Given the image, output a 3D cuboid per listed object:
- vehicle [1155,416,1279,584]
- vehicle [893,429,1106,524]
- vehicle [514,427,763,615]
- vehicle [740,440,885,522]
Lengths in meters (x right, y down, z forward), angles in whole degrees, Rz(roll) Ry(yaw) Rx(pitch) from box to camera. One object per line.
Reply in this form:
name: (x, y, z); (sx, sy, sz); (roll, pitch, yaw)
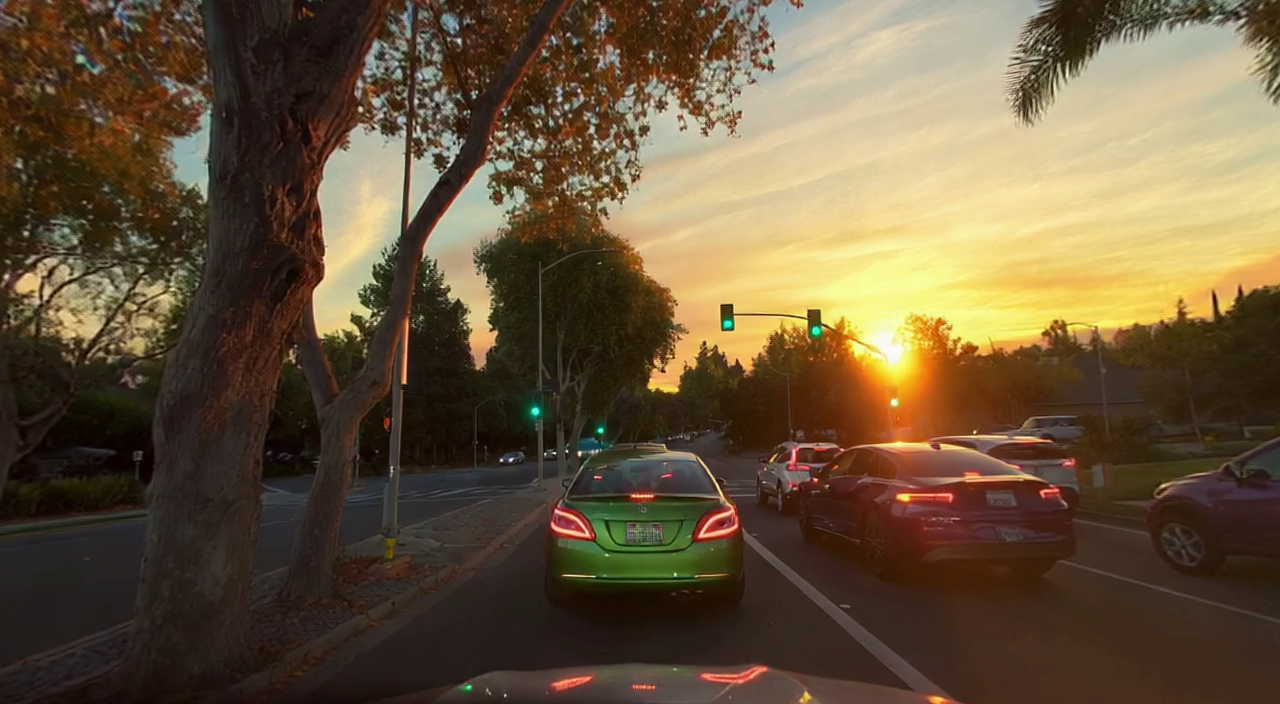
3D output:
vehicle: (6.933, 1.339, 5.584); (1.783, 1.572, 3.421); (0, -9, 1)
vehicle: (7.018, 2.467, 12.923); (1.923, 1.611, 4.094); (0, -9, 0)
vehicle: (0.007, 1.685, 7.135); (2.015, 1.502, 3.898); (0, -9, 1)
vehicle: (3.529, 2.725, 13.868); (1.934, 1.494, 4.446); (0, -9, 0)
